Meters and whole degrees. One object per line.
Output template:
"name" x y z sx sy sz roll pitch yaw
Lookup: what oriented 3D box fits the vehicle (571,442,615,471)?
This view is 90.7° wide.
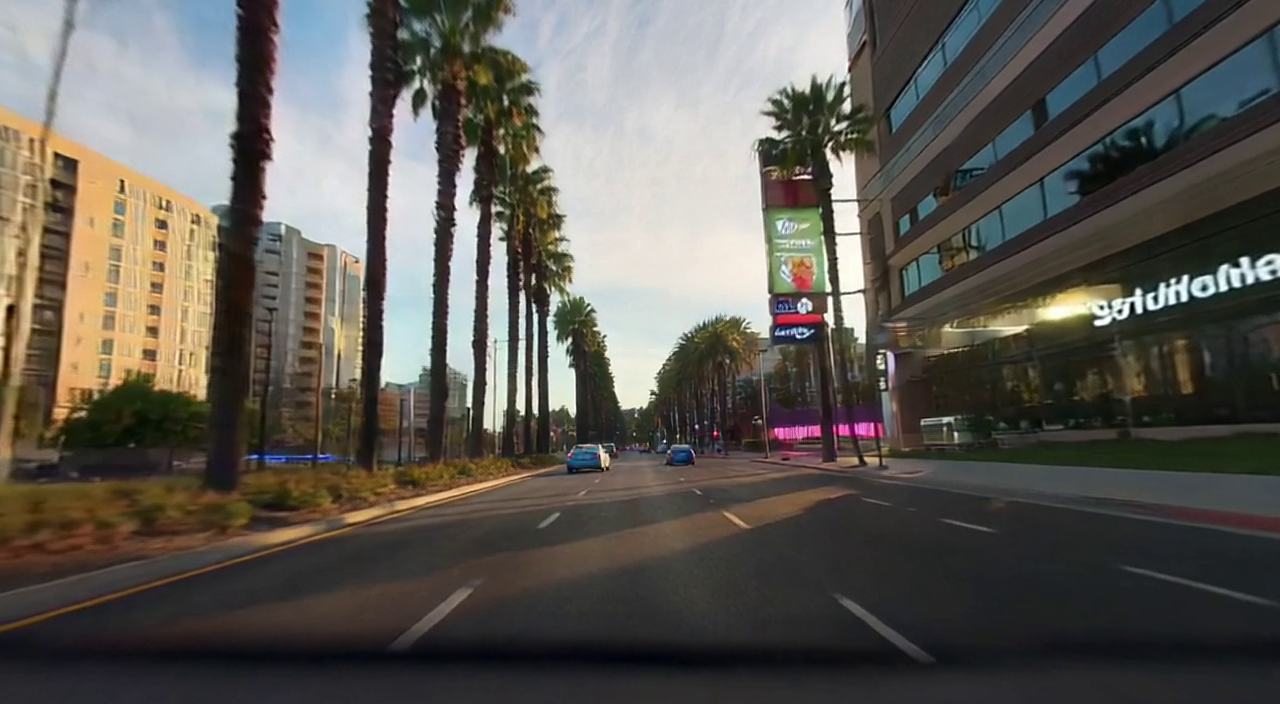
"vehicle" -2.796 6.375 38.725 2.160 1.615 4.117 -1 -9 3
